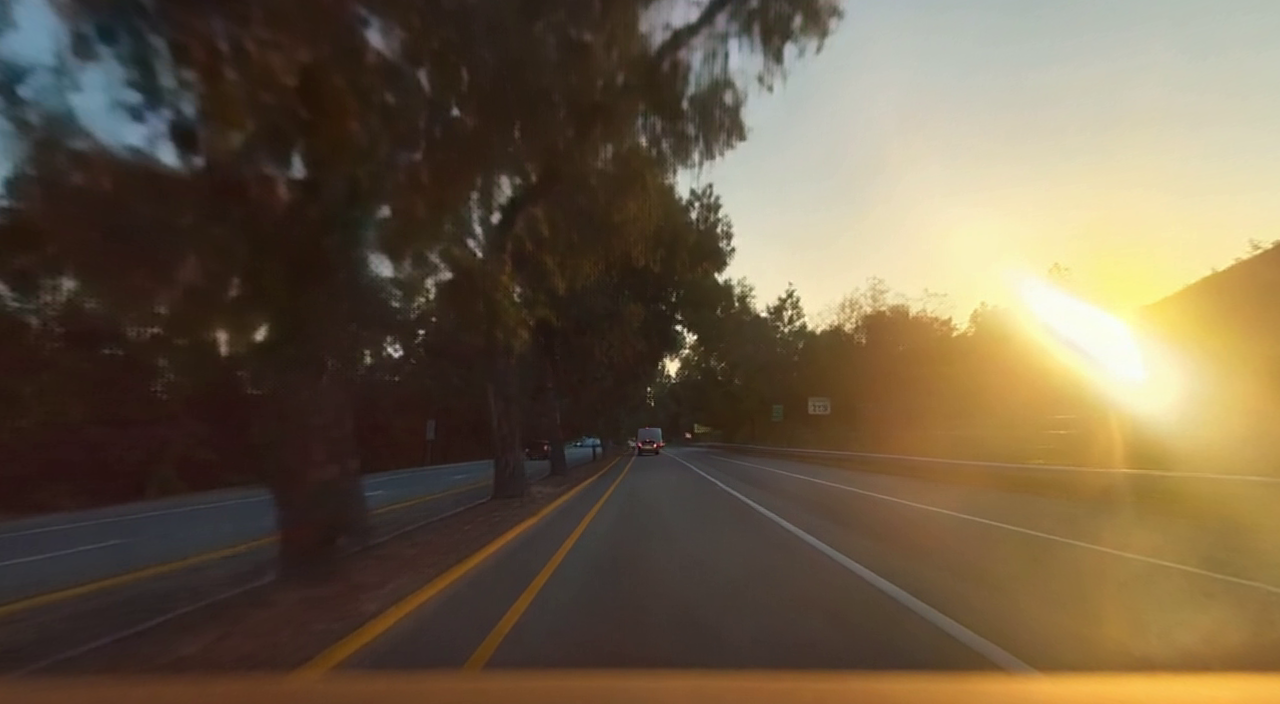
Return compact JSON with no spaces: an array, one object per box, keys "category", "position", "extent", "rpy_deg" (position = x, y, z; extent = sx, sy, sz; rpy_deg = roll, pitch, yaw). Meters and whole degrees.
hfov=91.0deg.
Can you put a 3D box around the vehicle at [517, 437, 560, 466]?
[{"category":"vehicle","position":[-6.925,6.836,43.338],"extent":[2.068,1.897,4.372],"rpy_deg":[0,-8,2]}]

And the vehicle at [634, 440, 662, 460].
[{"category":"vehicle","position":[0.578,7.458,48.068],"extent":[2.061,1.469,3.782],"rpy_deg":[0,-8,1]}]
